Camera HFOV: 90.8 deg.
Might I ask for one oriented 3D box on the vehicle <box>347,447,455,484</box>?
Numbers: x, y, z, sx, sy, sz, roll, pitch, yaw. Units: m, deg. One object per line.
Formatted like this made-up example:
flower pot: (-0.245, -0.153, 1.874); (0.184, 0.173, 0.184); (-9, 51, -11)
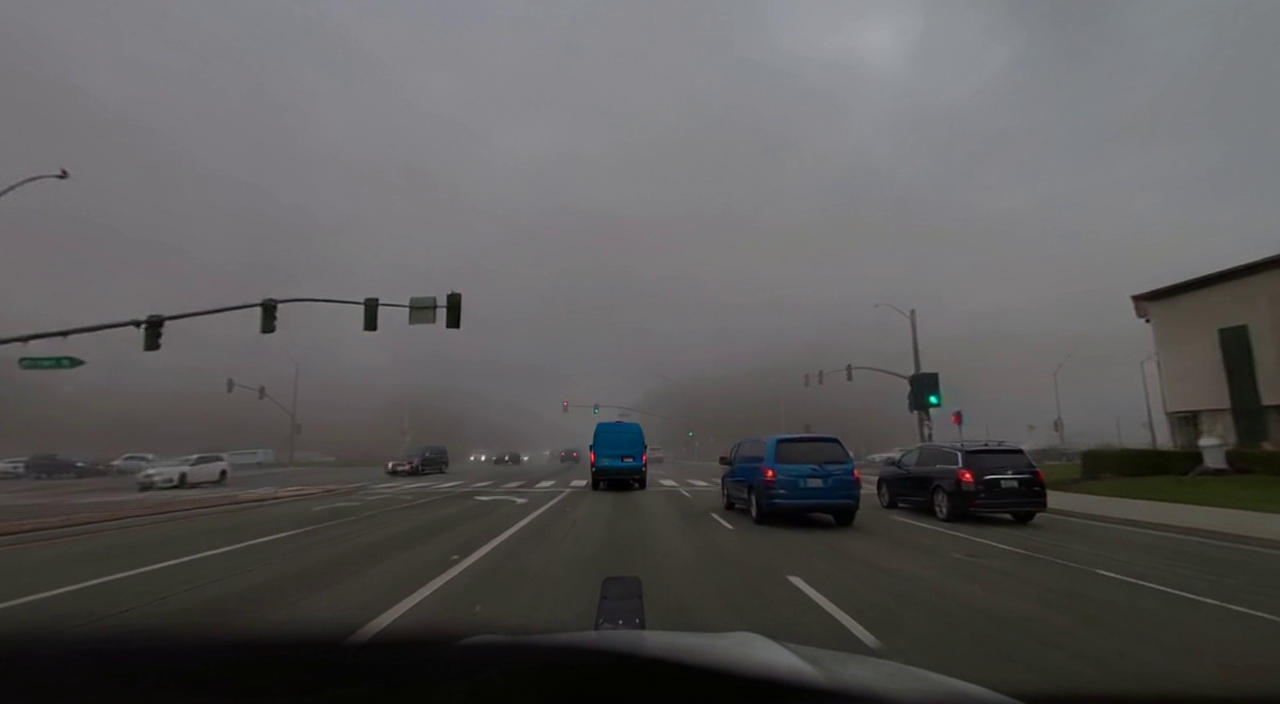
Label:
vehicle: (-11.500, 5.405, 30.418); (4.681, 1.653, 2.109); (-4, -9, 25)

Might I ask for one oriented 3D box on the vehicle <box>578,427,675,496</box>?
vehicle: (-0.522, 3.655, 21.478); (2.848, 1.991, 5.706); (0, -9, -3)

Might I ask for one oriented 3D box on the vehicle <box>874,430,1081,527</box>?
vehicle: (7.124, 2.696, 14.041); (2.023, 1.771, 4.488); (0, -9, -1)

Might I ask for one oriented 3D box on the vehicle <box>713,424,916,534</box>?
vehicle: (3.087, 2.397, 12.595); (2.462, 1.736, 4.899); (0, -9, -2)

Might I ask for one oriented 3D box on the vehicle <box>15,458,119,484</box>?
vehicle: (-38.627, 8.000, 42.722); (4.644, 1.622, 2.315); (0, -9, -3)
